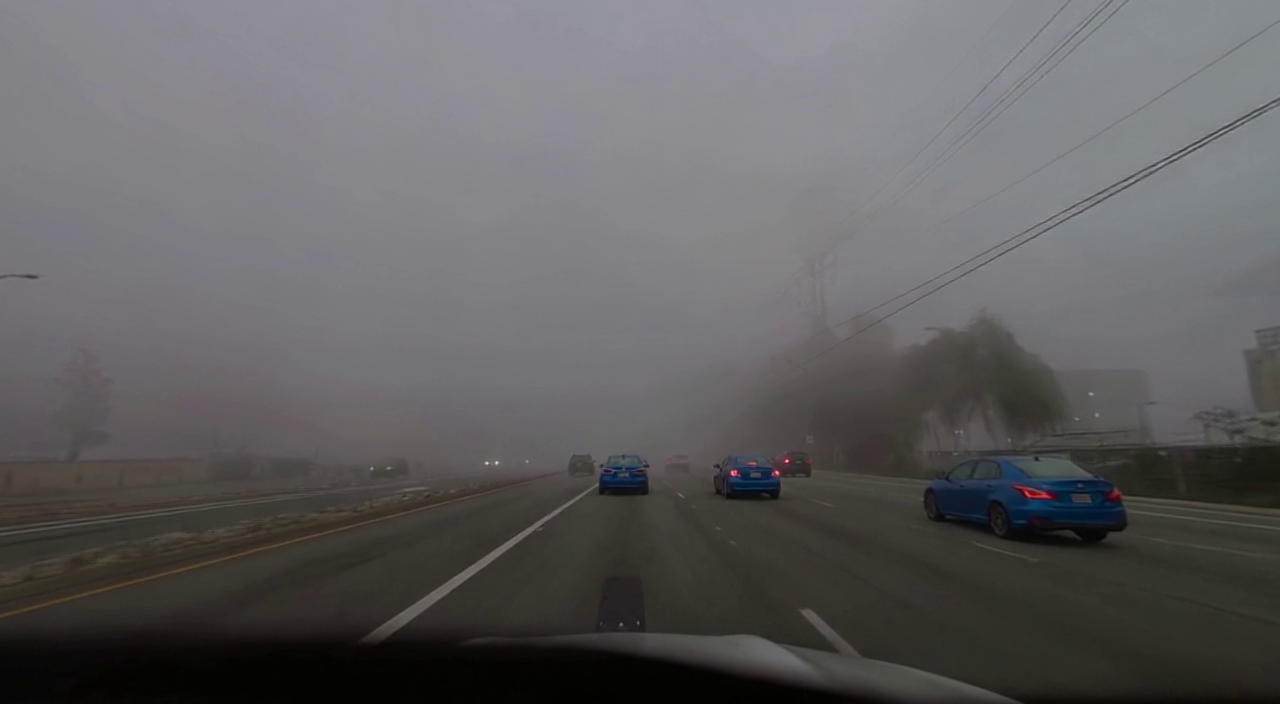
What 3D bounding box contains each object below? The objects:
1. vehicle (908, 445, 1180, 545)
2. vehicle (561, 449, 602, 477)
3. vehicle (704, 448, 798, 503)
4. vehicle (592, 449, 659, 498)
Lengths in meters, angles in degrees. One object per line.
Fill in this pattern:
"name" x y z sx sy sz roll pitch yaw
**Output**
"vehicle" 6.926 2.452 11.590 2.004 1.455 4.417 0 -9 -1
"vehicle" -3.623 6.992 39.960 2.073 1.606 4.364 0 -9 1
"vehicle" 3.332 3.814 19.985 2.053 1.490 4.464 0 -9 -2
"vehicle" -0.457 4.087 21.711 2.065 1.464 4.216 0 -9 0
